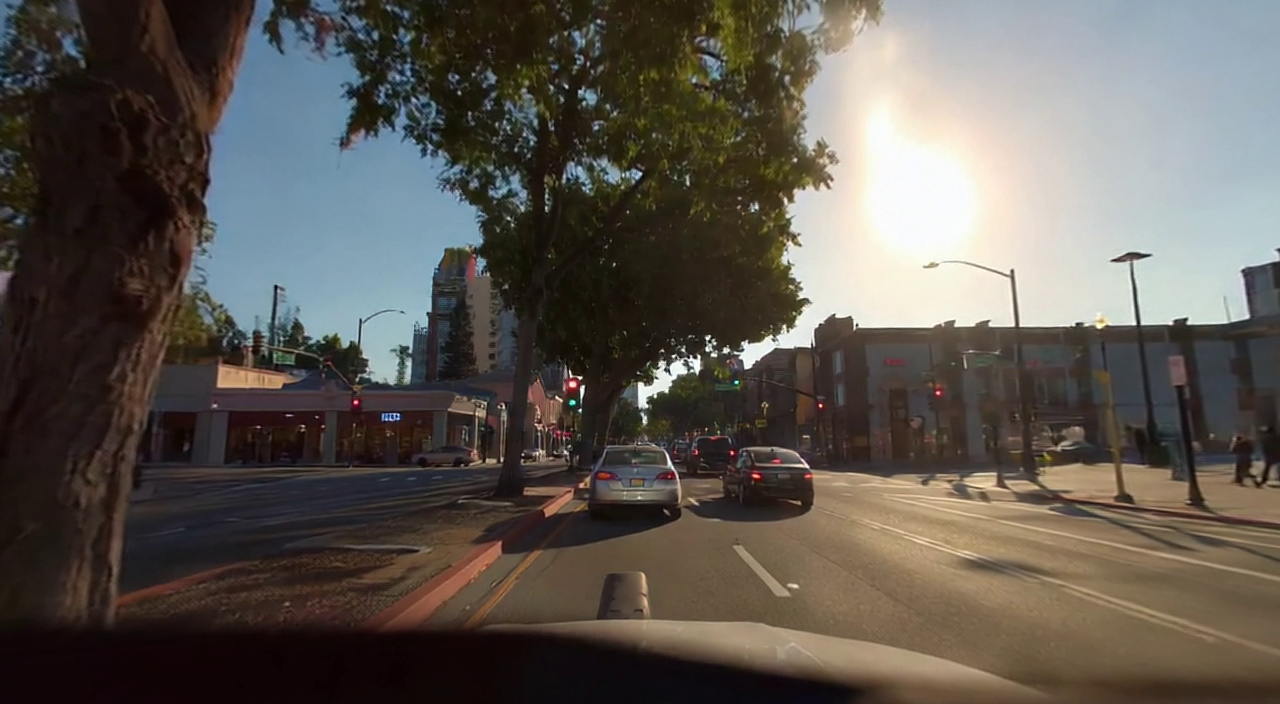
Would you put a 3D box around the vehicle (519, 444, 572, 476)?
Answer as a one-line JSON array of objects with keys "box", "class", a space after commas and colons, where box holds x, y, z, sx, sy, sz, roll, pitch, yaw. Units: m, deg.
[{"box": [-5.324, 6.121, 36.103, 2.192, 1.708, 4.291, -1, -8, 2], "class": "vehicle"}]

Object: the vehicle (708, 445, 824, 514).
[{"box": [2.935, 3.058, 15.664, 1.893, 1.446, 4.270, 0, -8, -1], "class": "vehicle"}]

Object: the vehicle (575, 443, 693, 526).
[{"box": [-0.135, 2.681, 13.373, 2.087, 1.456, 4.143, 0, -8, -1], "class": "vehicle"}]

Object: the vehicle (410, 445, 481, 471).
[{"box": [-14.349, 7.821, 46.841, 2.098, 1.748, 5.353, -4, -9, 22], "class": "vehicle"}]

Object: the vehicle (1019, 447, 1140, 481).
[{"box": [22.360, 5.699, 32.192, 4.610, 1.622, 1.934, -1, -8, 4], "class": "vehicle"}]
